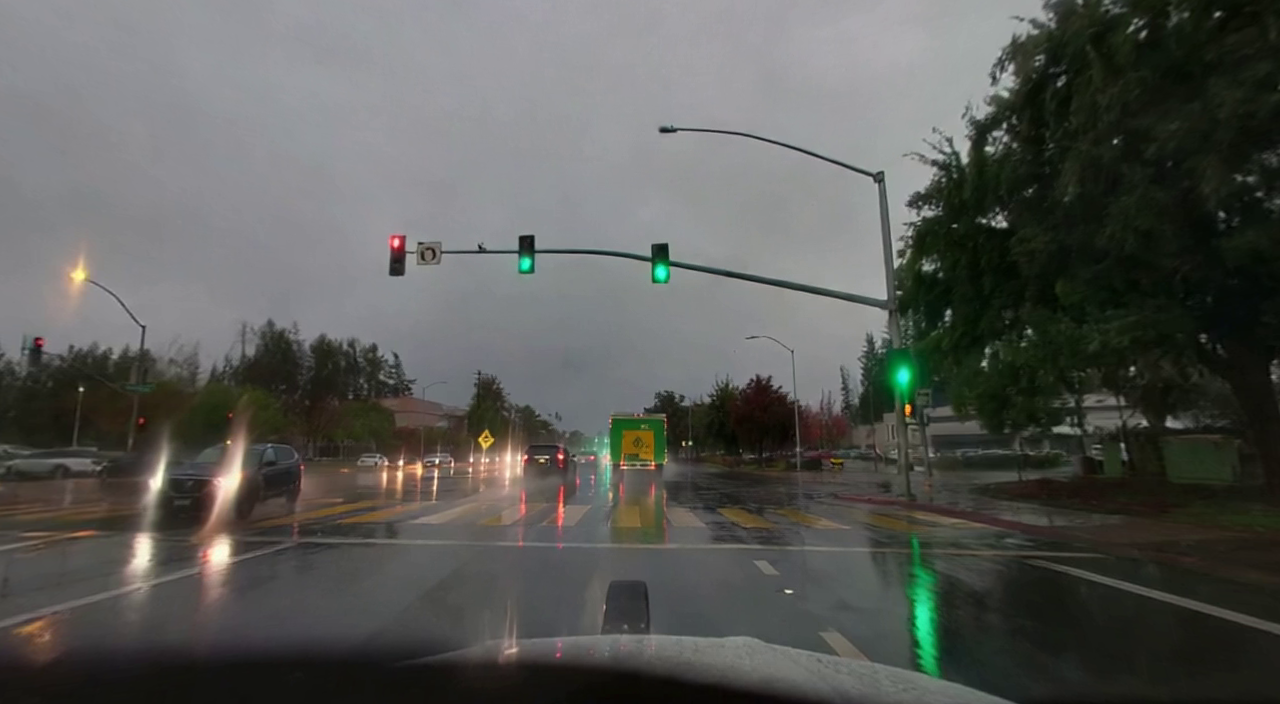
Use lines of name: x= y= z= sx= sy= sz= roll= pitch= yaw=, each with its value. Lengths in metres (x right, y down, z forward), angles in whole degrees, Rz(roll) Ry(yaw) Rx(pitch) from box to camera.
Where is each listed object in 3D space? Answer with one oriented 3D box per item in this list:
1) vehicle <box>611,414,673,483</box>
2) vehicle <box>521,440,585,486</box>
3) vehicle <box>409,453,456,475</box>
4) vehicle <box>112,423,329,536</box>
vehicle: x=-0.032 y=5.180 z=34.095 sx=2.843 sy=3.120 sz=10.422 roll=0 pitch=-8 yaw=-1
vehicle: x=-3.728 y=4.825 z=27.884 sx=2.184 sy=1.830 sz=4.890 roll=0 pitch=-8 yaw=0
vehicle: x=-16.365 y=8.830 z=49.971 sx=2.022 sy=1.442 sz=4.853 roll=-4 pitch=-9 yaw=1
vehicle: x=-7.911 y=2.402 z=12.513 sx=2.021 sy=1.798 sz=4.346 roll=2 pitch=-9 yaw=-12
